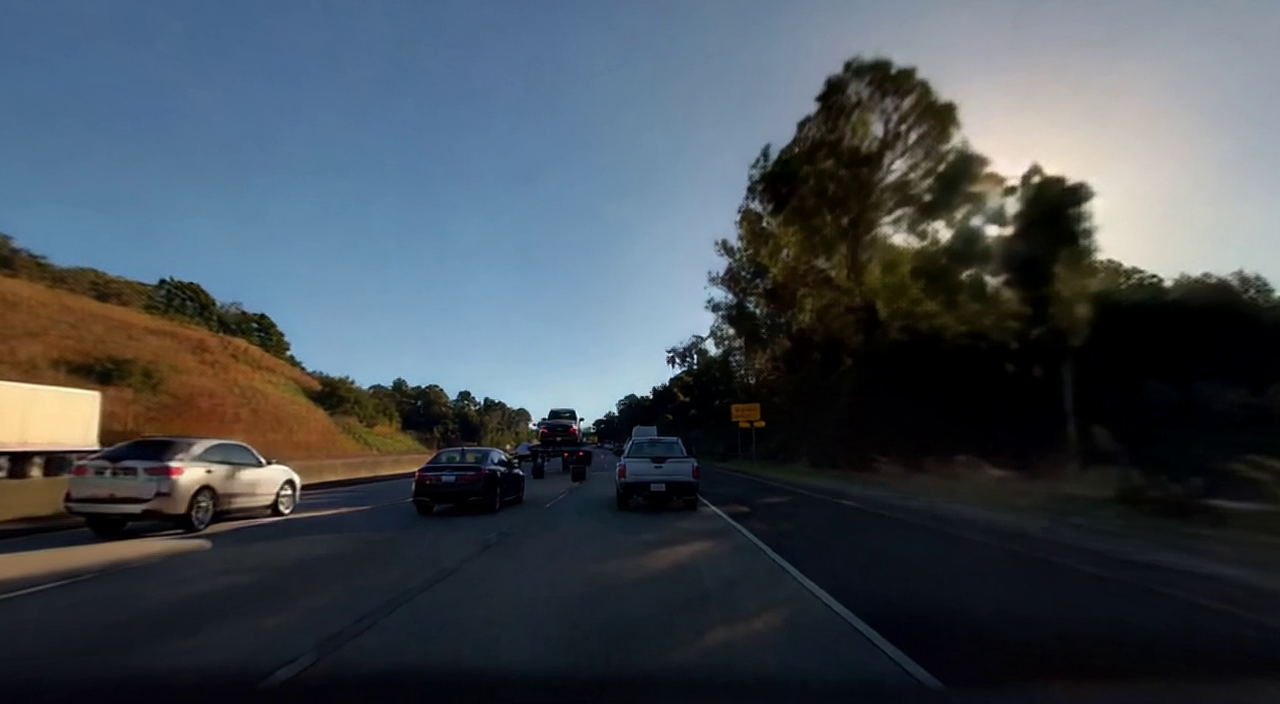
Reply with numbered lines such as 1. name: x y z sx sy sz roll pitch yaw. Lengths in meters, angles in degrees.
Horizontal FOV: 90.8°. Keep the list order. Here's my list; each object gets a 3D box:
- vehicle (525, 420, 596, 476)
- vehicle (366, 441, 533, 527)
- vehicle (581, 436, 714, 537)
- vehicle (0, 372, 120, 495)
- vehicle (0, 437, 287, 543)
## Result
1. vehicle: -2.454 3.101 20.319 2.031 1.594 4.103 1 -9 -5
2. vehicle: -3.672 2.624 13.160 1.947 1.470 4.526 0 -9 2
3. vehicle: 0.122 2.302 11.287 1.991 1.507 3.391 0 -9 0
4. vehicle: -22.947 2.346 18.683 2.891 4.067 14.222 0 -9 1
5. vehicle: -8.364 2.310 11.169 1.888 1.507 3.949 0 -9 0
